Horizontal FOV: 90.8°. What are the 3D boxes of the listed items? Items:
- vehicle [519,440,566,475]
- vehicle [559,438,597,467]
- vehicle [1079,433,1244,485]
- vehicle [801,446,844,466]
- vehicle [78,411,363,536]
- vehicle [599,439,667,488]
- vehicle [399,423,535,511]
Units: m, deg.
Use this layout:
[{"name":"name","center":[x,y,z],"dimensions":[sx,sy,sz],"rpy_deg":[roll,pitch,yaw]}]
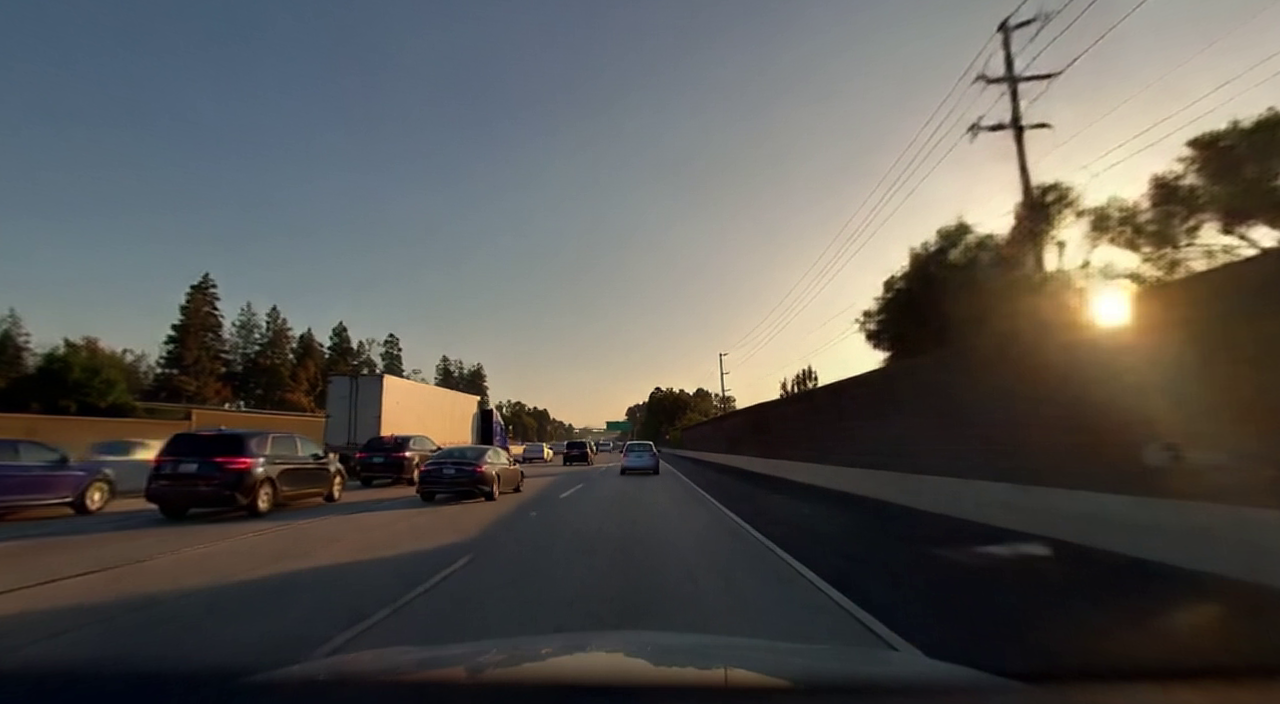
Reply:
[{"name":"vehicle","center":[-4.438,4.870,29.325],"dimensions":[1.870,1.485,4.304],"rpy_deg":[1,-9,-5]},{"name":"vehicle","center":[-3.910,6.411,40.382],"dimensions":[1.976,1.705,4.176],"rpy_deg":[0,-9,1]},{"name":"vehicle","center":[17.697,3.651,21.787],"dimensions":[1.936,1.591,4.362],"rpy_deg":[0,-9,0]},{"name":"vehicle","center":[14.360,8.184,49.991],"dimensions":[1.949,1.472,4.795],"rpy_deg":[0,-9,-1]},{"name":"vehicle","center":[-6.948,2.063,11.242],"dimensions":[2.027,1.762,4.386],"rpy_deg":[0,-9,0]},{"name":"vehicle","center":[-0.235,3.674,21.127],"dimensions":[2.089,1.477,3.818],"rpy_deg":[0,-9,-1]},{"name":"vehicle","center":[-3.756,2.582,14.616],"dimensions":[1.923,1.716,4.289],"rpy_deg":[0,-9,0]}]
